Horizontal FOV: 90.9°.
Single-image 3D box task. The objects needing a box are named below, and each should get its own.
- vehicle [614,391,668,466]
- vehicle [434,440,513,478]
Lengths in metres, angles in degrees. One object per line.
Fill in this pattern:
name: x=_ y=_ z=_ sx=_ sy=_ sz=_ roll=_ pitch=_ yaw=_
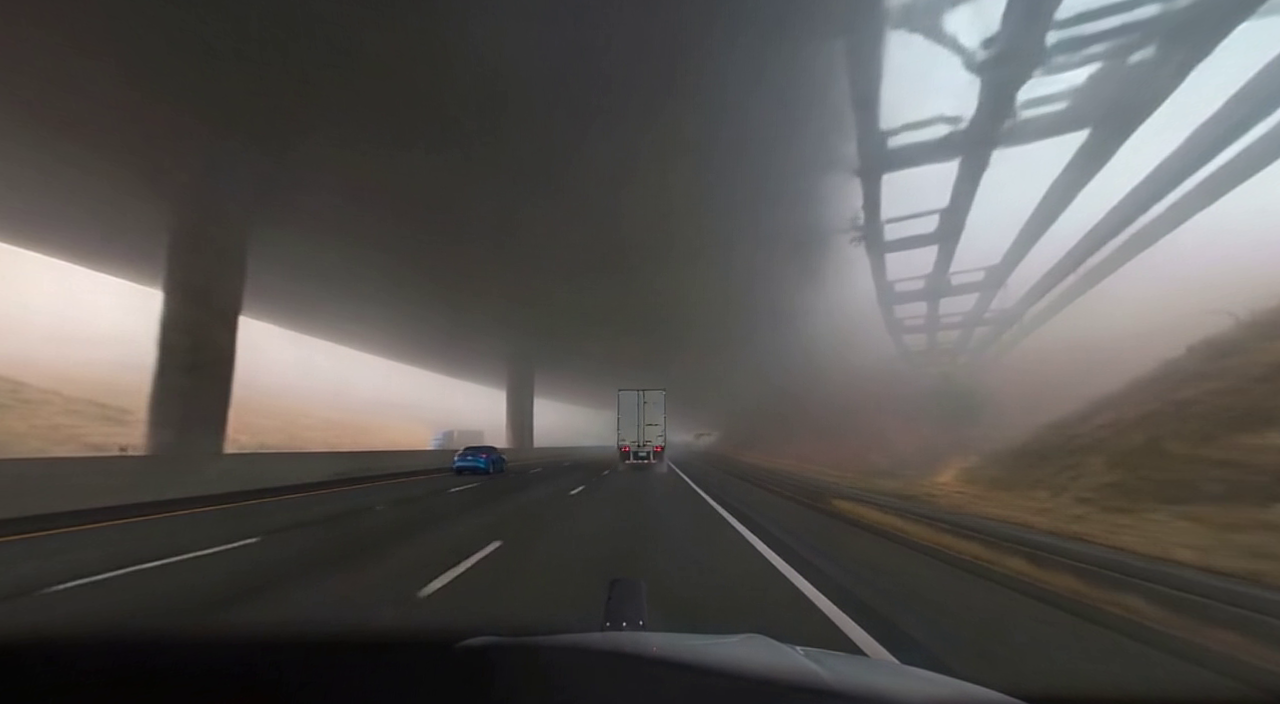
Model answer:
vehicle: x=0.040 y=4.965 z=39.604 sx=2.866 sy=4.014 sz=11.261 roll=0 pitch=-8 yaw=0
vehicle: x=-7.055 y=4.597 z=27.291 sx=2.078 sy=1.496 sz=4.563 roll=0 pitch=-8 yaw=1
